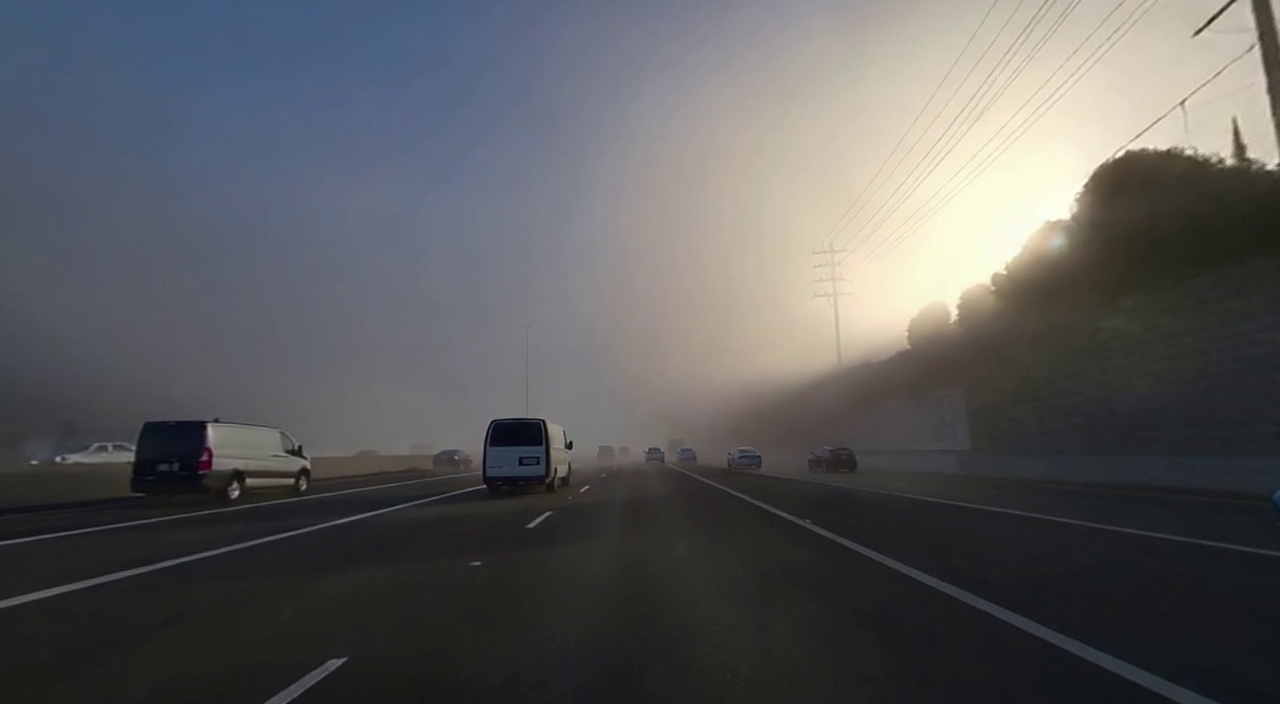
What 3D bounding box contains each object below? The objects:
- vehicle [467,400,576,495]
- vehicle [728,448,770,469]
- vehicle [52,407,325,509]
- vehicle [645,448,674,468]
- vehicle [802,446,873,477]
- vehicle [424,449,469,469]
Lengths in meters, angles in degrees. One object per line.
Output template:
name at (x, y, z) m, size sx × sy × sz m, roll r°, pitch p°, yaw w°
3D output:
vehicle at (-3.658, 3.143, 20.773) m, size 2.395 × 2.660 × 5.827 m, roll 0°, pitch -9°, yaw 0°
vehicle at (8.308, 8.103, 48.285) m, size 2.095 × 1.504 × 4.536 m, roll 1°, pitch -9°, yaw -4°
vehicle at (-11.323, 2.766, 16.783) m, size 2.596 × 2.162 × 6.328 m, roll 0°, pitch -9°, yaw -1°
vehicle at (1.472, 8.217, 49.108) m, size 2.084 × 1.492 × 4.137 m, roll 0°, pitch -9°, yaw -1°
vehicle at (10.068, 5.591, 32.471) m, size 2.052 × 1.470 × 4.364 m, roll 0°, pitch -9°, yaw -3°
vehicle at (-15.072, 8.317, 49.244) m, size 1.948 × 1.479 × 4.754 m, roll 0°, pitch -9°, yaw 1°
